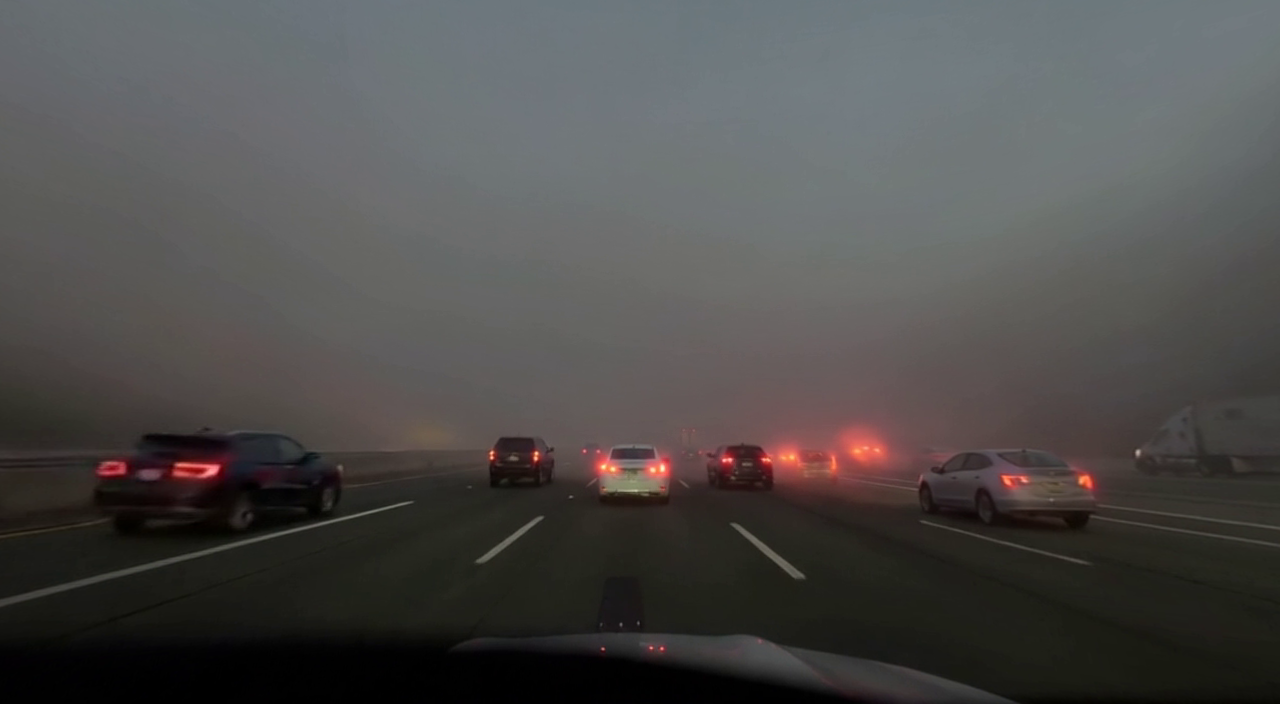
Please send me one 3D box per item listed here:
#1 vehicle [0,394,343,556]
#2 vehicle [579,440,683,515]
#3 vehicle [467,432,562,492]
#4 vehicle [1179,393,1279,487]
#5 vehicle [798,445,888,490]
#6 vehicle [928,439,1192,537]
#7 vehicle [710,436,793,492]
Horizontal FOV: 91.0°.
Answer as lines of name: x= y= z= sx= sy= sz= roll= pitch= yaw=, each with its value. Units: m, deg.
vehicle: x=-7.950 y=1.987 z=10.926 sx=2.487 sy=1.986 sz=6.157 roll=0 pitch=-9 yaw=1
vehicle: x=-0.151 y=2.868 z=14.905 sx=2.132 sy=1.499 sz=4.038 roll=0 pitch=-9 yaw=1
vehicle: x=-3.935 y=3.555 z=20.665 sx=2.079 sy=1.741 sz=4.436 roll=0 pitch=-9 yaw=2
vehicle: x=29.230 y=3.779 z=27.306 sx=2.957 sy=4.007 sz=8.656 roll=0 pitch=-9 yaw=-8
vehicle: x=7.393 y=4.216 z=23.379 sx=1.942 sy=1.482 sz=4.250 roll=0 pitch=-9 yaw=0
vehicle: x=7.622 y=2.485 z=12.166 sx=2.021 sy=1.505 sz=4.480 roll=0 pitch=-9 yaw=0
vehicle: x=3.610 y=3.718 z=21.165 sx=2.053 sy=1.666 sz=4.106 roll=0 pitch=-9 yaw=0
